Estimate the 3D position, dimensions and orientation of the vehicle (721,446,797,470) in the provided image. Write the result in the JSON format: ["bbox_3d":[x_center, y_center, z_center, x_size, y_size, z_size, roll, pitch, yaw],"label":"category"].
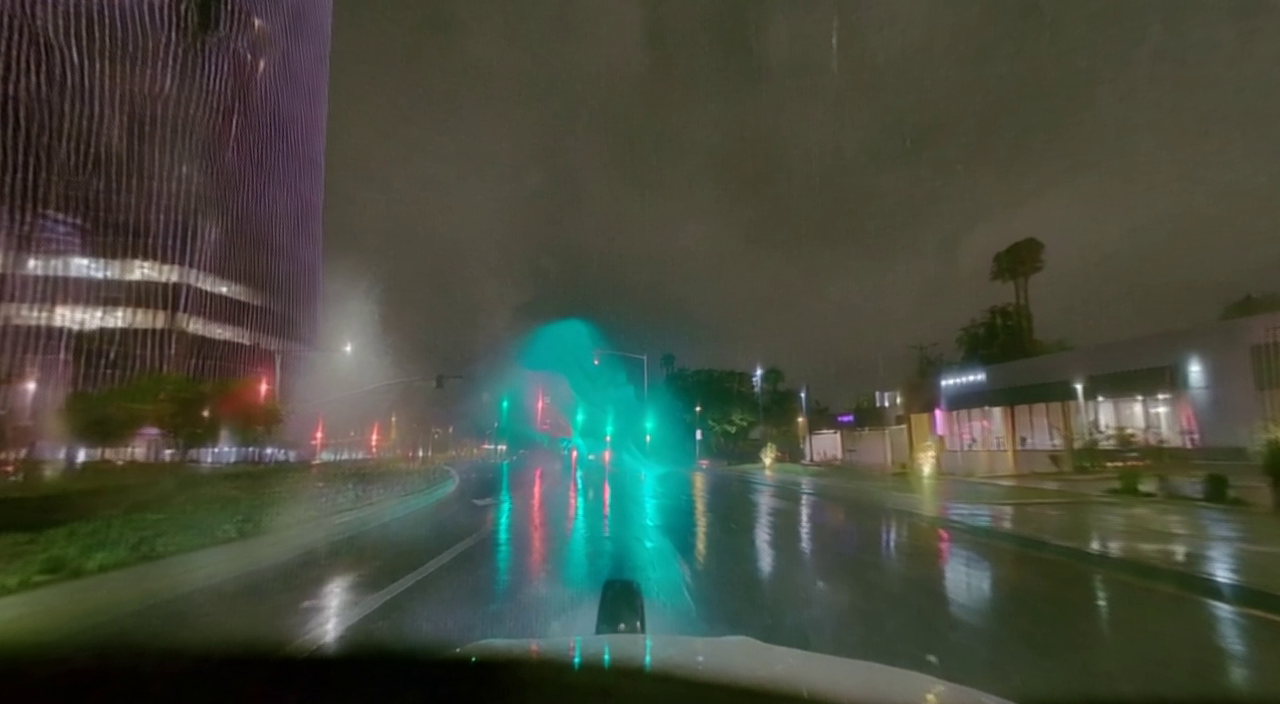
[{"bbox_3d":[7.889,7.096,42.129,4.645,1.505,2.100,0,-9,1],"label":"vehicle"}]

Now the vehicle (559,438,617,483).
[{"bbox_3d":[-2.167,4.480,26.320,2.183,1.675,4.319,1,-8,-5],"label":"vehicle"}]
